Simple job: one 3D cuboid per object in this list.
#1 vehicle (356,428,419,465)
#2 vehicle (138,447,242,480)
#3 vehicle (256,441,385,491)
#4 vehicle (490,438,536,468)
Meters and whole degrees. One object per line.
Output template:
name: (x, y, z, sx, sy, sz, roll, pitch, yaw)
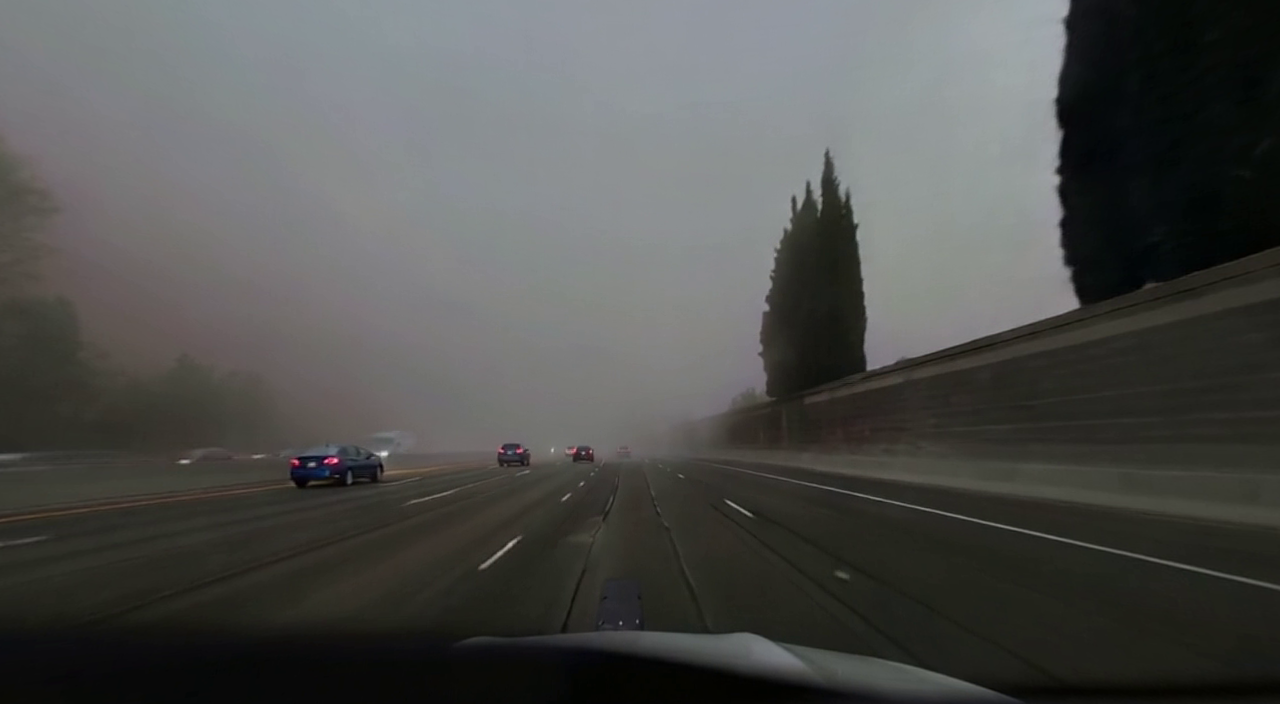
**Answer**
vehicle: (-18.674, 7.037, 47.020, 2.308, 2.505, 5.849, 0, -8, -1)
vehicle: (-21.855, 5.396, 30.942, 1.863, 1.448, 4.393, 0, -8, -1)
vehicle: (-10.571, 3.771, 21.399, 1.949, 1.475, 4.740, 0, -8, -1)
vehicle: (-8.079, 6.450, 40.624, 2.074, 1.768, 4.805, 0, -8, -1)
